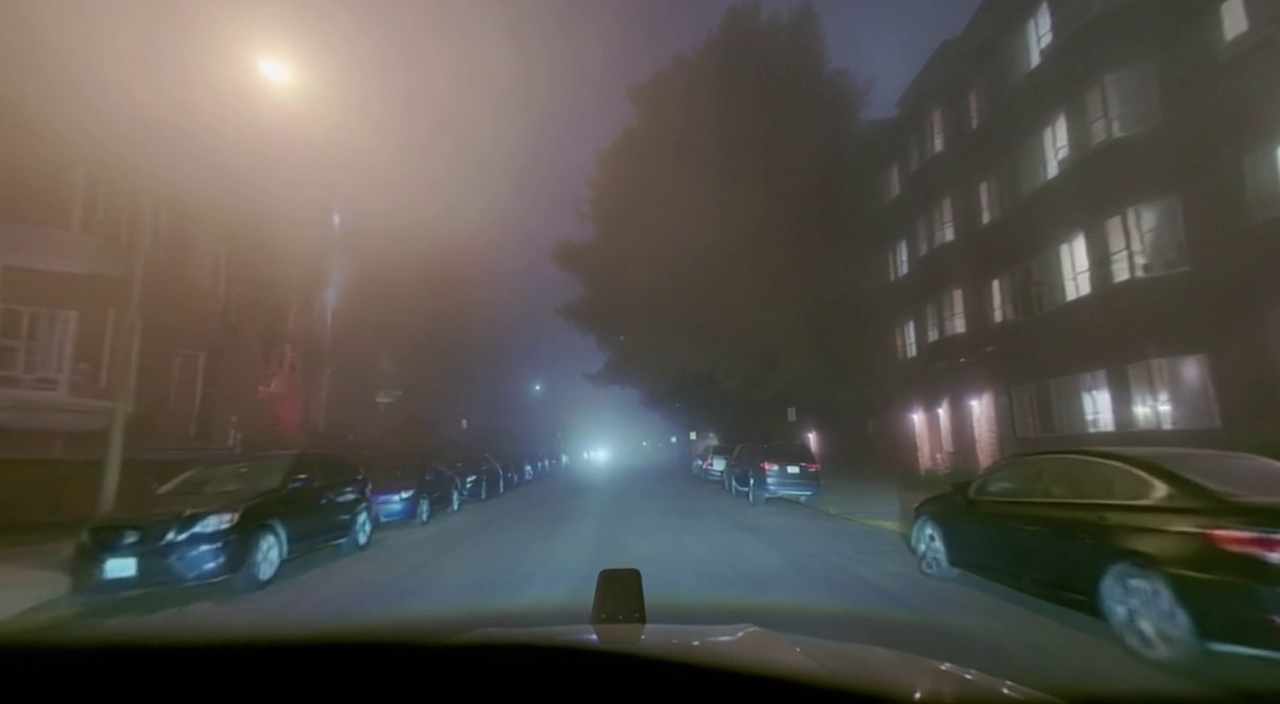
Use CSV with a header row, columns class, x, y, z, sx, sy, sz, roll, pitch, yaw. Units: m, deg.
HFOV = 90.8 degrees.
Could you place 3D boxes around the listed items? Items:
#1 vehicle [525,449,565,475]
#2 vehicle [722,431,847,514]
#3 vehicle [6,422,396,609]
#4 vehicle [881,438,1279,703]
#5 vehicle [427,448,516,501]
class,x,y,z,sx,sy,sz,roll,pitch,yaw
vehicle,-5.626,6.544,37.814,1.647,1.481,4.433,0,-9,1
vehicle,3.484,3.006,16.336,1.912,1.781,5.159,0,-9,-1
vehicle,-5.024,1.887,8.324,1.922,1.728,4.628,0,-9,-2
vehicle,3.767,1.468,5.131,1.696,1.453,4.574,0,-9,-2
vehicle,-5.302,3.879,20.457,1.711,1.500,4.510,0,-9,-1
